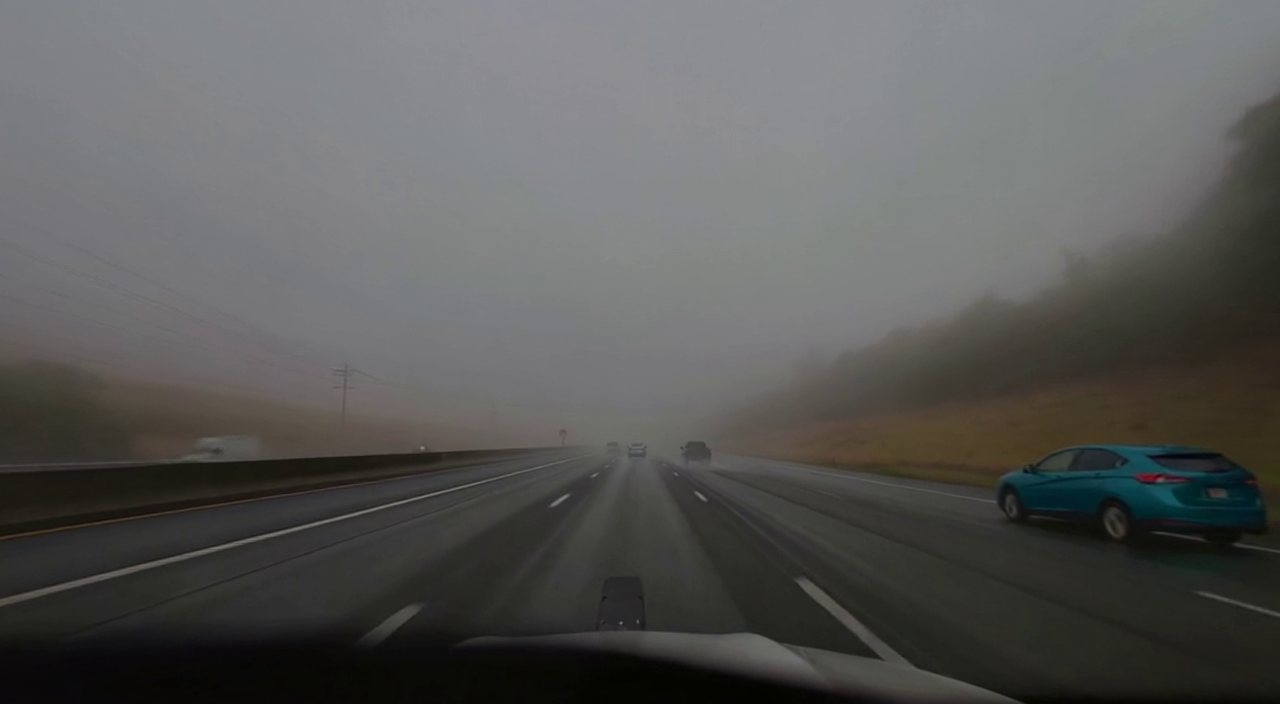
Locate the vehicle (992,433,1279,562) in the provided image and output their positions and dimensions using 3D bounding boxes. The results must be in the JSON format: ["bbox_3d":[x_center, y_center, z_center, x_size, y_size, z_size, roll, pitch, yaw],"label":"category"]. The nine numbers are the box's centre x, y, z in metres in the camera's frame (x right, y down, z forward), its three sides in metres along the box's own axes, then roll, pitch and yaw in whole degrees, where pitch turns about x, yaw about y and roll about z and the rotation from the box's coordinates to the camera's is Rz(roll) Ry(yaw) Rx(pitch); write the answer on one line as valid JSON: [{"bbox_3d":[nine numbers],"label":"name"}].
[{"bbox_3d":[8.057,2.144,10.172,1.970,1.545,4.818,1,-8,0],"label":"vehicle"}]

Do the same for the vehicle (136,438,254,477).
[{"bbox_3d":[-23.583,5.595,33.764,2.080,1.823,5.737,0,-8,1],"label":"vehicle"}]

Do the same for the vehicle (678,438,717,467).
[{"bbox_3d":[3.811,6.758,42.563,2.159,1.782,4.673,1,-8,0],"label":"vehicle"}]
